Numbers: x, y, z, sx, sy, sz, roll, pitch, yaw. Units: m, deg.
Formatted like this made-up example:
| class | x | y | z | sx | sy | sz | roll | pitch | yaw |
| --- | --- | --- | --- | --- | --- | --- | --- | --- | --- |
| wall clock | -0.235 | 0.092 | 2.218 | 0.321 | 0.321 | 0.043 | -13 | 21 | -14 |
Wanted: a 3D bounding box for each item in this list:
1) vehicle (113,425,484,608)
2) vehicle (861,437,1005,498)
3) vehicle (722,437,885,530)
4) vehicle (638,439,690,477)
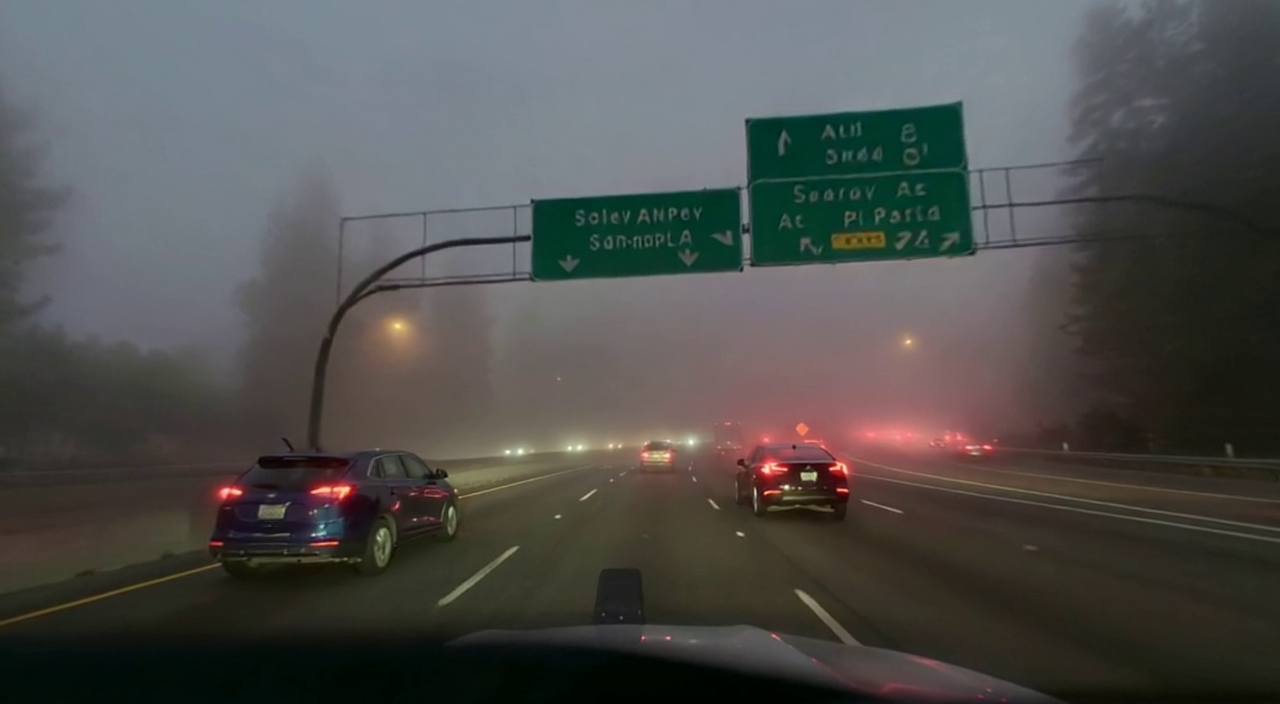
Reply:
| class | x | y | z | sx | sy | sz | roll | pitch | yaw |
| --- | --- | --- | --- | --- | --- | --- | --- | --- | --- |
| vehicle | -3.521 | 1.765 | 7.738 | 1.937 | 1.558 | 4.469 | 0 | -9 | 2 |
| vehicle | 8.179 | 3.261 | 18.172 | 2.014 | 1.506 | 4.626 | 0 | -9 | 2 |
| vehicle | 2.945 | 2.486 | 12.517 | 2.009 | 1.489 | 4.559 | 0 | -9 | 0 |
| vehicle | 1.121 | 4.793 | 28.675 | 2.201 | 1.614 | 3.803 | 0 | -9 | 3 |
